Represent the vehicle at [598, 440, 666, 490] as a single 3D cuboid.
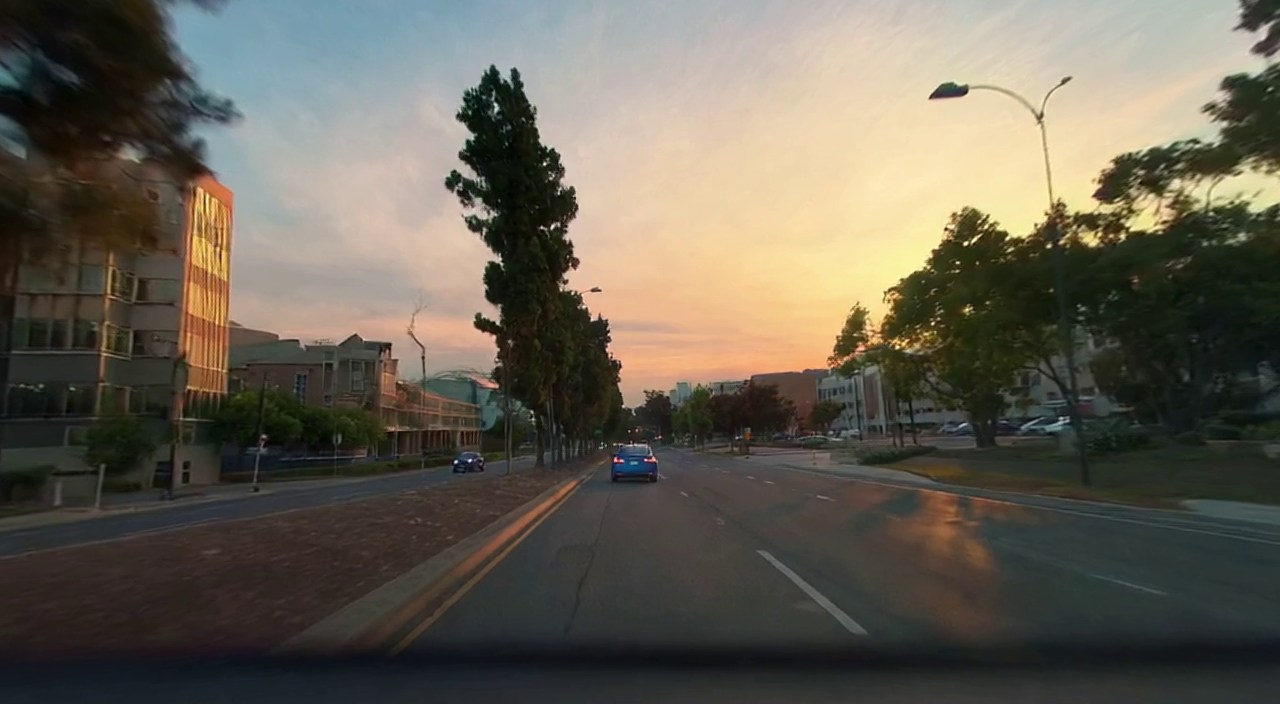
[{"bbox_3d":[-0.276,3.732,21.299,2.042,1.479,4.601,0,-8,-1],"label":"vehicle"}]
